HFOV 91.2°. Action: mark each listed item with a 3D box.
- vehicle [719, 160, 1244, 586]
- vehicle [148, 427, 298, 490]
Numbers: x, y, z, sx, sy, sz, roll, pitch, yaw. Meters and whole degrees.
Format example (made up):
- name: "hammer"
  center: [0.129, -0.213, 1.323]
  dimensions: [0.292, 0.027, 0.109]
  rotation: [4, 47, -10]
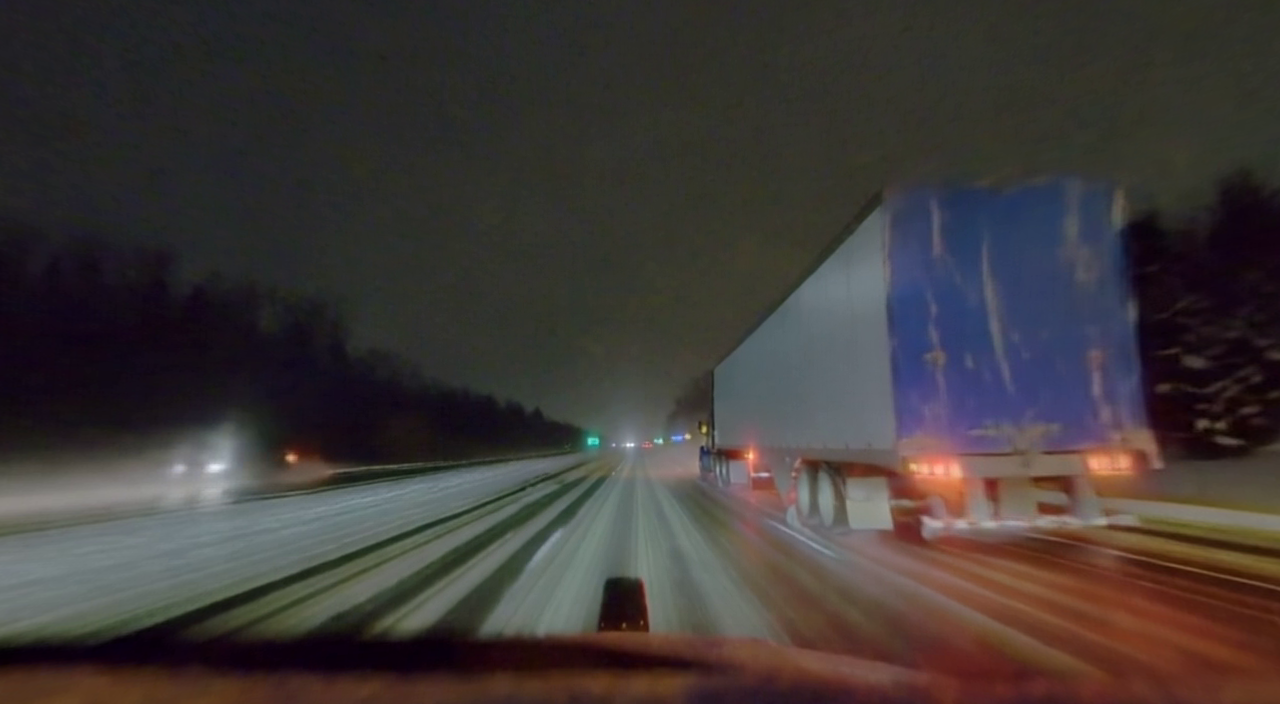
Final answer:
- name: "vehicle"
  center: [4.035, 1.148, 13.090]
  dimensions: [2.933, 4.100, 14.317]
  rotation: [0, -8, 0]
- name: "vehicle"
  center: [-18.945, 4.878, 29.108]
  dimensions: [2.353, 2.561, 6.586]
  rotation: [0, -8, 0]
